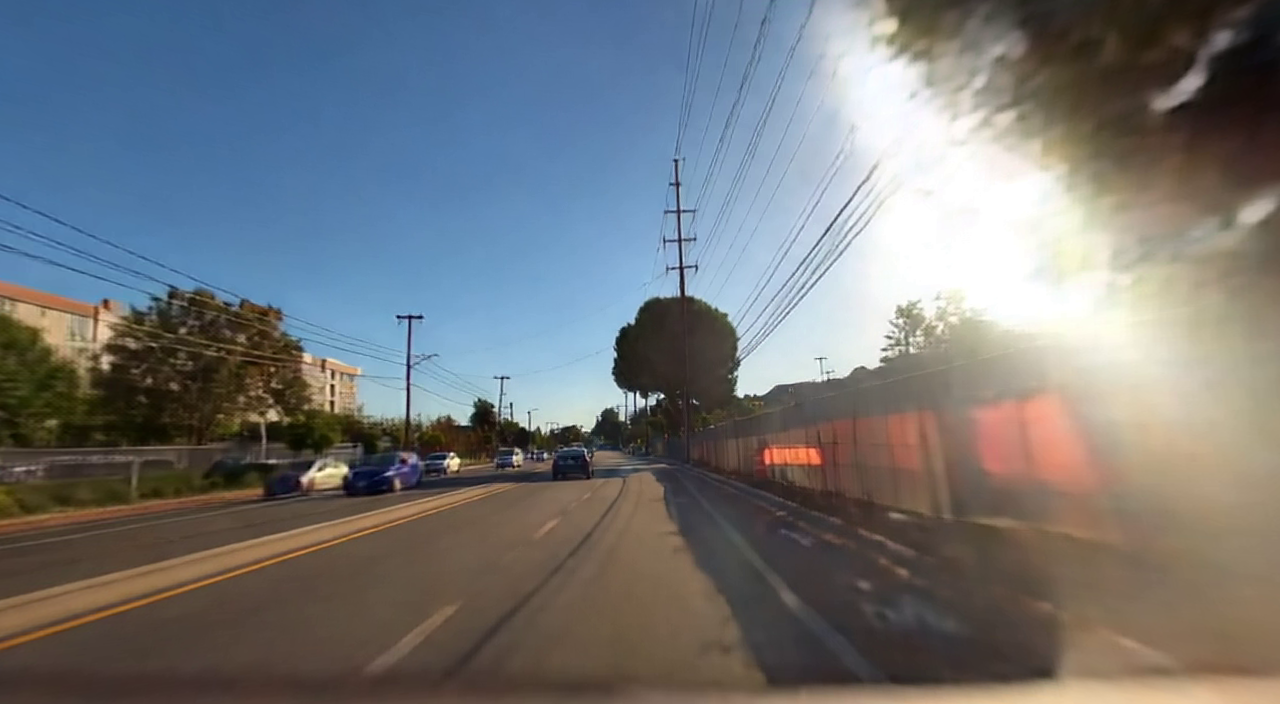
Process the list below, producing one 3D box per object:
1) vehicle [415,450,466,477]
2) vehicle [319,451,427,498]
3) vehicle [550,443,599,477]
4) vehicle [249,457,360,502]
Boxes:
[{"bbox_3d":[-13.309,7.460,42.315,1.942,1.660,4.595,0,-9,-1],"label":"vehicle"},{"bbox_3d":[-9.644,4.433,23.189,2.007,1.520,4.466,0,-9,0],"label":"vehicle"},{"bbox_3d":[-3.161,5.319,31.303,1.992,1.515,4.289,0,-9,0],"label":"vehicle"},{"bbox_3d":[-13.033,4.931,24.807,1.923,1.512,4.468,0,-9,0],"label":"vehicle"}]
